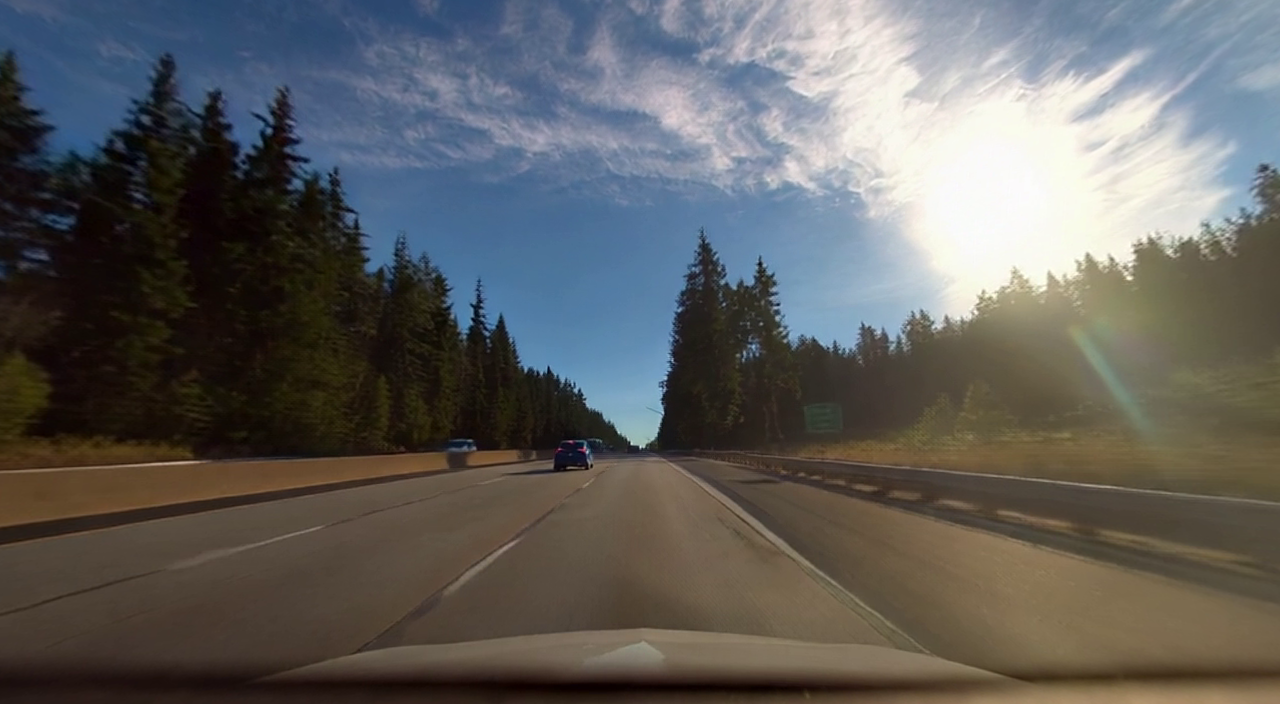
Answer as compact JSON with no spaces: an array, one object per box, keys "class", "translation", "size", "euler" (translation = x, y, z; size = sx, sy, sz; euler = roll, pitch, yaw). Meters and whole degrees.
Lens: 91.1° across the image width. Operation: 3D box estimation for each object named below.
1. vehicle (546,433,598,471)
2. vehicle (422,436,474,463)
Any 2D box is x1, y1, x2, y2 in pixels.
[{"class":"vehicle","translation":[-3.404,5.125,32.370],"size":[2.084,1.752,4.479],"euler":[-1,-8,1]},{"class":"vehicle","translation":[-13.549,6.906,44.651],"size":[2.126,1.744,4.816],"euler":[0,-8,1]}]
